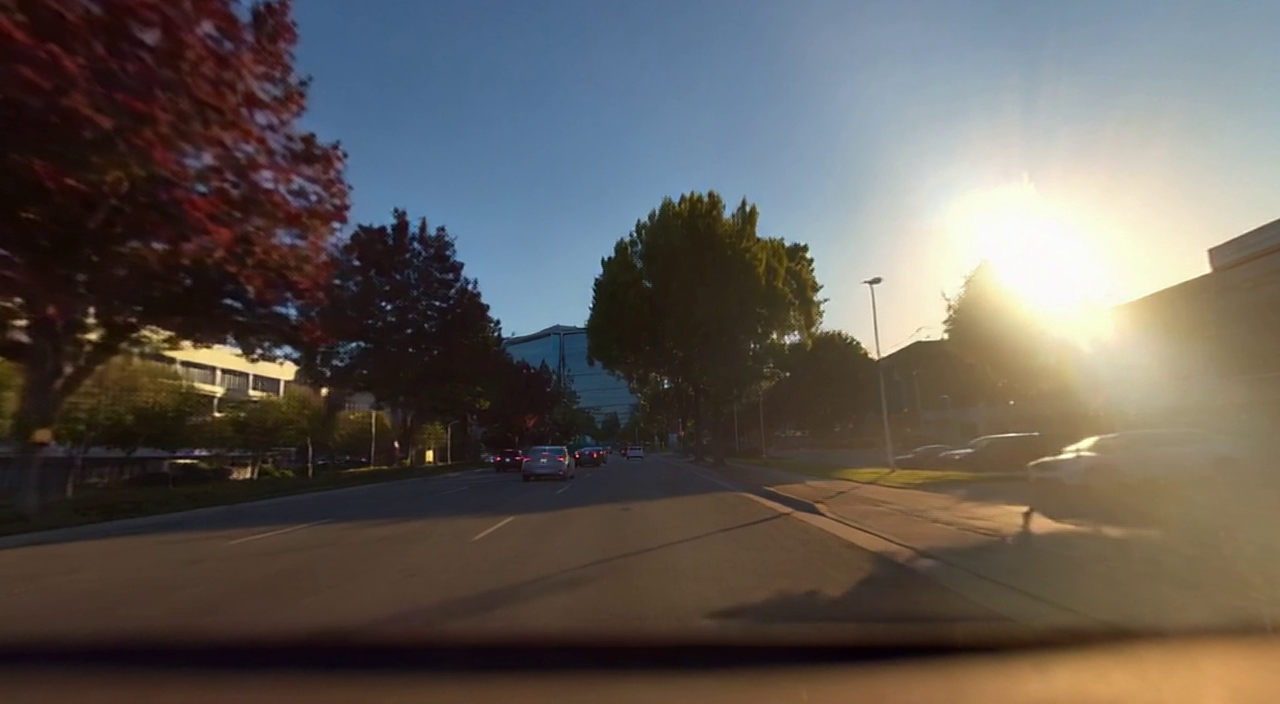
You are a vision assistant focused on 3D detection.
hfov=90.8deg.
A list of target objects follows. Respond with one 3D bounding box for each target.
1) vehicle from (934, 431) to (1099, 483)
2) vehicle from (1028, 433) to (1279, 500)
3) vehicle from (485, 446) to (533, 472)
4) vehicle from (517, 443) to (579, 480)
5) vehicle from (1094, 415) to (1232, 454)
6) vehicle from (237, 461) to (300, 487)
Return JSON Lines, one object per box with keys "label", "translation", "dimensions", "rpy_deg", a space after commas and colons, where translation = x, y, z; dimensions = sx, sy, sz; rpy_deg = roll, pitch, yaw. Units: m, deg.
{"label": "vehicle", "translation": [12.789, 3.601, 21.696], "dimensions": [4.313, 1.596, 2.028], "rpy_deg": [-1, -9, 0]}
{"label": "vehicle", "translation": [12.948, 2.866, 16.043], "dimensions": [4.790, 1.439, 2.034], "rpy_deg": [-2, -8, 1]}
{"label": "vehicle", "translation": [-8.228, 6.748, 40.111], "dimensions": [1.976, 1.497, 4.709], "rpy_deg": [0, -8, 1]}
{"label": "vehicle", "translation": [-4.001, 4.847, 28.221], "dimensions": [2.011, 1.483, 4.596], "rpy_deg": [-1, -8, 1]}
{"label": "vehicle", "translation": [25.466, 4.045, 30.878], "dimensions": [4.939, 1.818, 1.989], "rpy_deg": [0, -8, -1]}
{"label": "vehicle", "translation": [-27.003, 8.854, 46.062], "dimensions": [1.758, 1.566, 4.531], "rpy_deg": [-4, -9, 1]}
